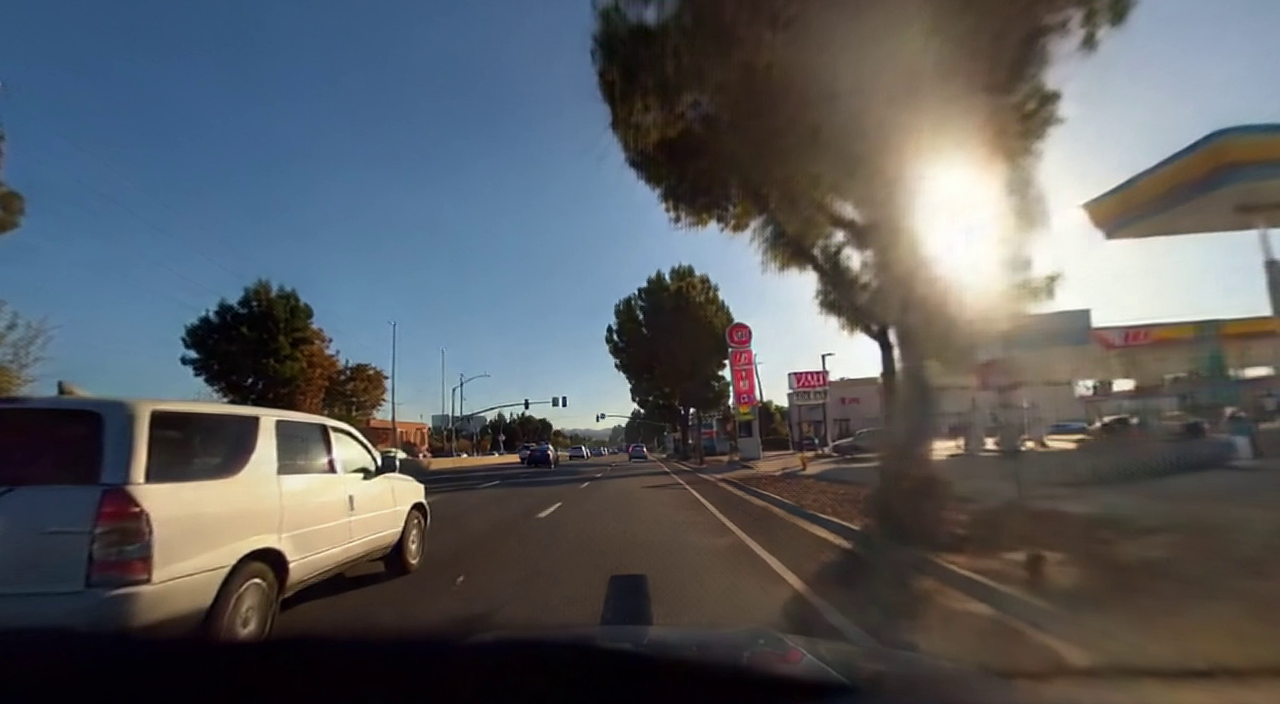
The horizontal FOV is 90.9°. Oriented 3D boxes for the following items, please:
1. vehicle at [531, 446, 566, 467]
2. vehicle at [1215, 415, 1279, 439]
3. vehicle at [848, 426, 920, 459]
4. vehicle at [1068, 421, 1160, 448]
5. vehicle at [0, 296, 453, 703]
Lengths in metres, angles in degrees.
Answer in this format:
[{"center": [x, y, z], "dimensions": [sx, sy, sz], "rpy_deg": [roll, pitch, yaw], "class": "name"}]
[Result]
[{"center": [-6.735, 7.701, 46.719], "dimensions": [1.960, 1.468, 4.345], "rpy_deg": [0, -8, 0], "class": "vehicle"}, {"center": [41.634, 5.018, 42.056], "dimensions": [4.630, 1.529, 1.759], "rpy_deg": [-8, -10, 42], "class": "vehicle"}, {"center": [15.936, 5.986, 41.632], "dimensions": [2.178, 1.911, 5.852], "rpy_deg": [-1, -8, -2], "class": "vehicle"}, {"center": [30.922, 5.425, 41.171], "dimensions": [4.459, 1.605, 1.883], "rpy_deg": [-10, -12, 44], "class": "vehicle"}, {"center": [-3.150, 1.060, 4.441], "dimensions": [2.190, 1.844, 4.751], "rpy_deg": [0, -8, 0], "class": "vehicle"}]
